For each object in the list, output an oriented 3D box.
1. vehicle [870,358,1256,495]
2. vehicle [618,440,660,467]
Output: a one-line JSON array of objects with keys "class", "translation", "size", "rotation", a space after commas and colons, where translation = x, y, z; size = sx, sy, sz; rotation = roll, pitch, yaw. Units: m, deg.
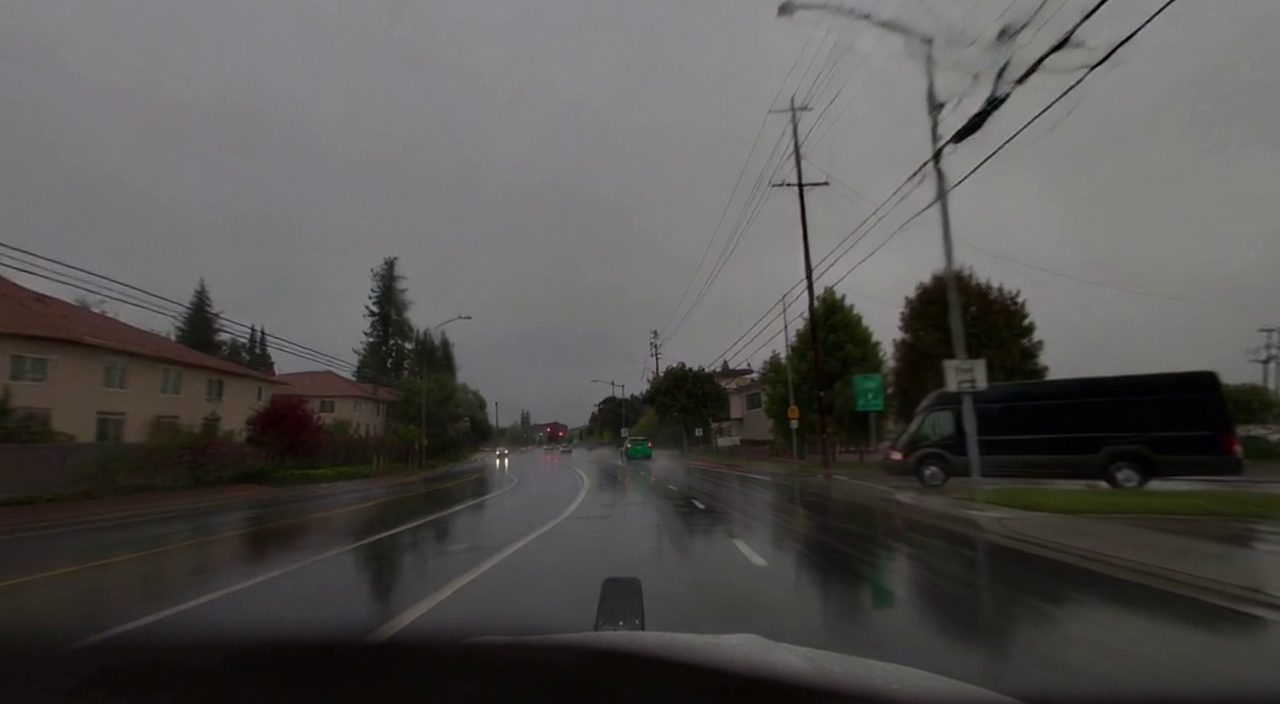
[{"class": "vehicle", "translation": [10.775, 2.148, 17.209], "size": [7.877, 3.013, 2.916], "rotation": [-6, -10, 31]}, {"class": "vehicle", "translation": [-0.143, 6.141, 38.429], "size": [2.015, 1.467, 4.117], "rotation": [0, -8, -8]}]
